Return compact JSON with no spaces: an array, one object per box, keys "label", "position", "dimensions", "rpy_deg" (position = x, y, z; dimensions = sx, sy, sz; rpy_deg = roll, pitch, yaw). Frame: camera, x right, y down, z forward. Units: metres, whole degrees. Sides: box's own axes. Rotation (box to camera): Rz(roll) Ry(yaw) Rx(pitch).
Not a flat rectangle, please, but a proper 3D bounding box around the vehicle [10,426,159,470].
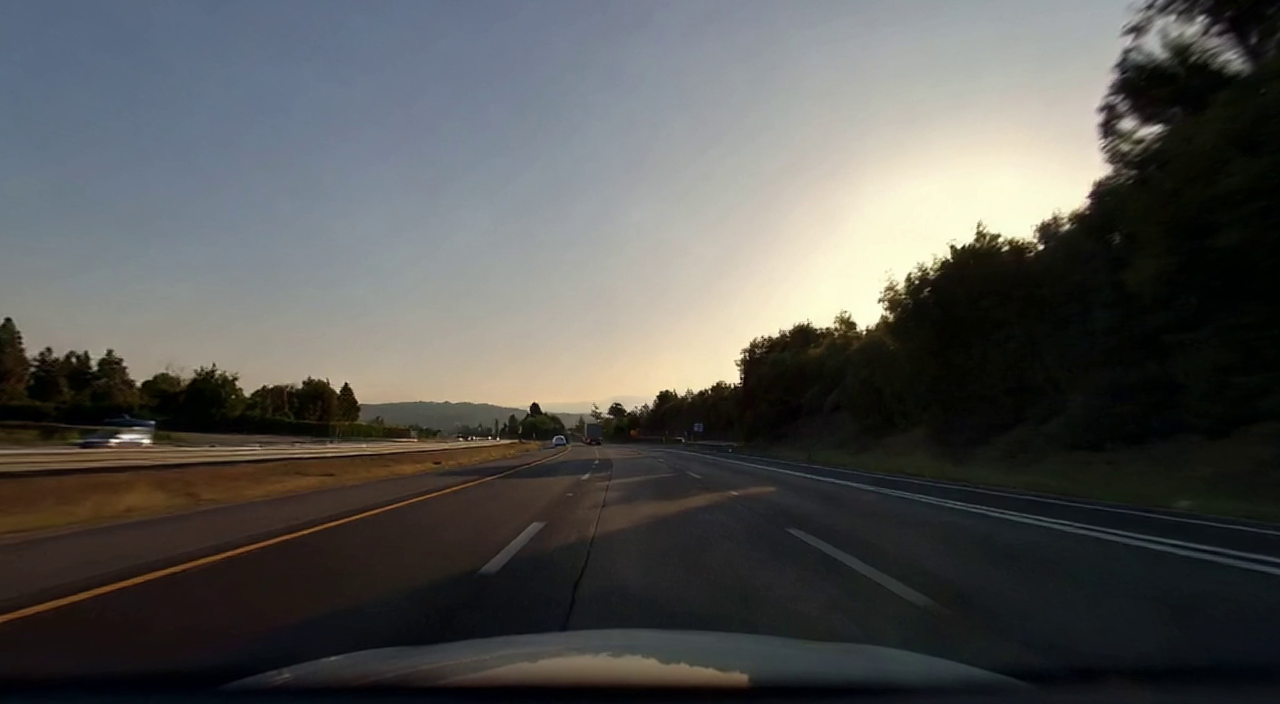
[{"label":"vehicle","position":[-20.340,3.537,23.322],"dimensions":[1.815,1.472,4.124],"rpy_deg":[0,-8,-1]}]
